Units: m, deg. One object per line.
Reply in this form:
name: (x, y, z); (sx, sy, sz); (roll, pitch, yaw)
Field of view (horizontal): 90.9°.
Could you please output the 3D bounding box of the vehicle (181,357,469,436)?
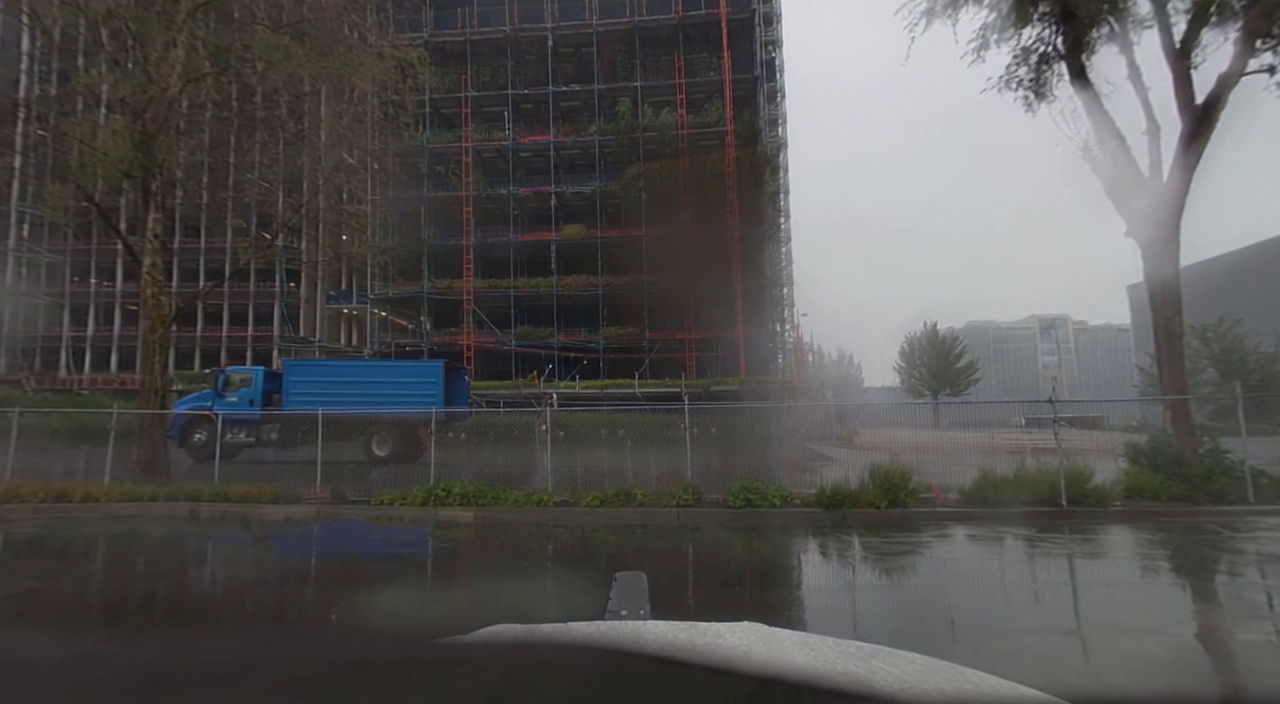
vehicle: (-17.056, 2.623, 35.316); (14.067, 4.099, 2.832); (1, -9, -7)
